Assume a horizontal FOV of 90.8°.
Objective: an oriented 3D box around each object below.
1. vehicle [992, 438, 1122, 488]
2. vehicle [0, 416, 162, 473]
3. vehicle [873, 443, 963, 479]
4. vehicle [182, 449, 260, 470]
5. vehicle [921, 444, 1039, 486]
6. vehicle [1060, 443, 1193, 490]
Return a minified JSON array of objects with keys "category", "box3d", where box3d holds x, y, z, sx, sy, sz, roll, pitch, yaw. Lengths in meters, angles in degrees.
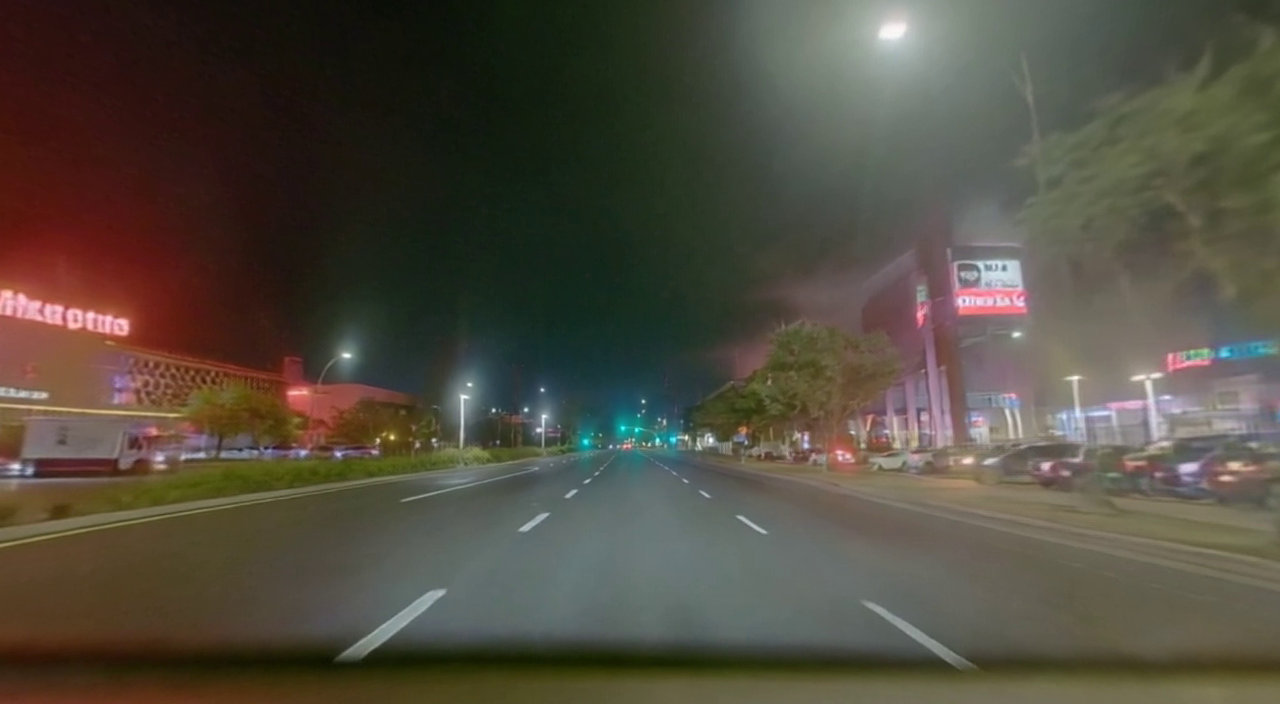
[{"category":"vehicle","box3d":[15.739,4.177,24.168,1.893,1.727,4.285,0,-8,-2]},{"category":"vehicle","box3d":[-31.328,5.200,35.510,6.892,2.879,2.222,-1,-8,-3]},{"category":"vehicle","box3d":[12.753,5.034,29.404,1.928,1.465,4.874,-2,-9,-1]},{"category":"vehicle","box3d":[-30.397,7.756,45.861,4.311,1.457,1.808,0,-8,-2]},{"category":"vehicle","box3d":[12.993,4.313,24.499,1.865,1.434,4.373,1,-8,-4]},{"category":"vehicle","box3d":[18.131,4.256,23.819,1.881,1.598,3.866,0,-8,0]}]
